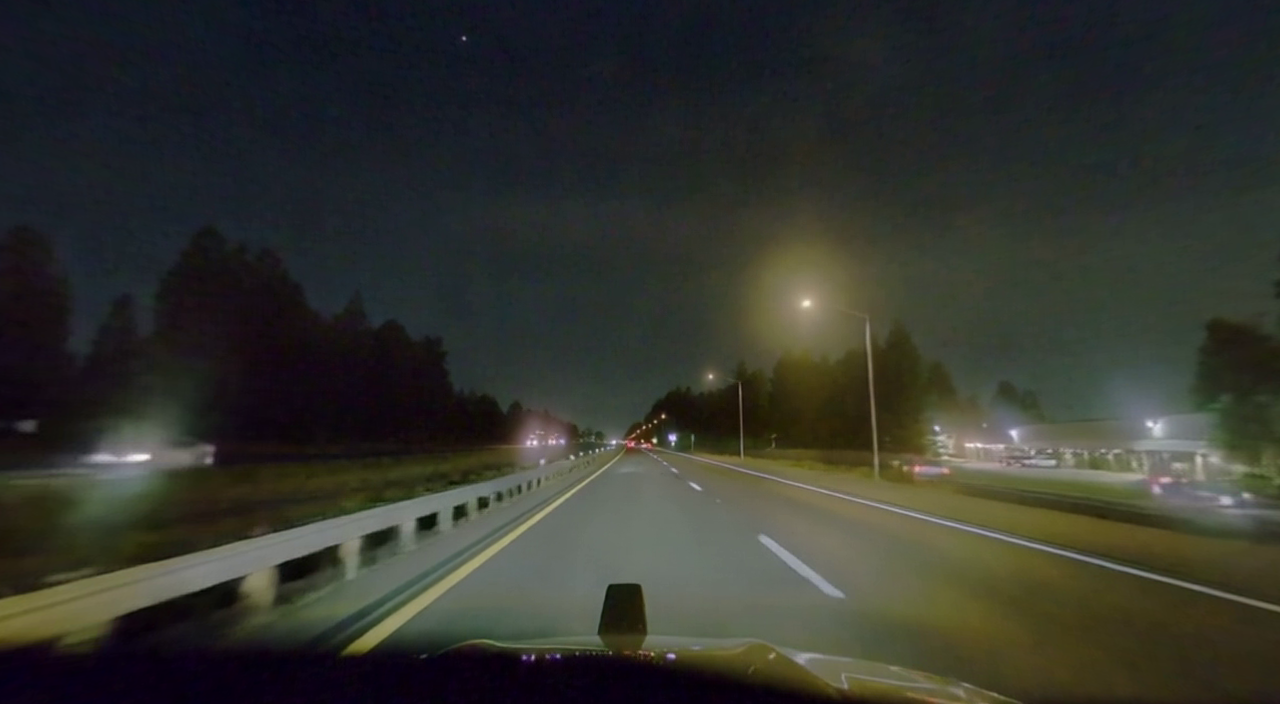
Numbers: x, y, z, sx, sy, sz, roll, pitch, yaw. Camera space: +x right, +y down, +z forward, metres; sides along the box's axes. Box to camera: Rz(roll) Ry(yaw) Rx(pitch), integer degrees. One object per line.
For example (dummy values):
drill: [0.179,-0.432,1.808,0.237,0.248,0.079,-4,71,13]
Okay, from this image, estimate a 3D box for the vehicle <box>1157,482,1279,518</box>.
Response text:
vehicle: [28.956,7.311,31.336,4.599,1.466,1.982,-4,-9,27]

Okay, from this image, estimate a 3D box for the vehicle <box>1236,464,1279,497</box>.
vehicle: [41.480,8.454,41.892,5.153,1.909,2.163,7,-12,-42]
